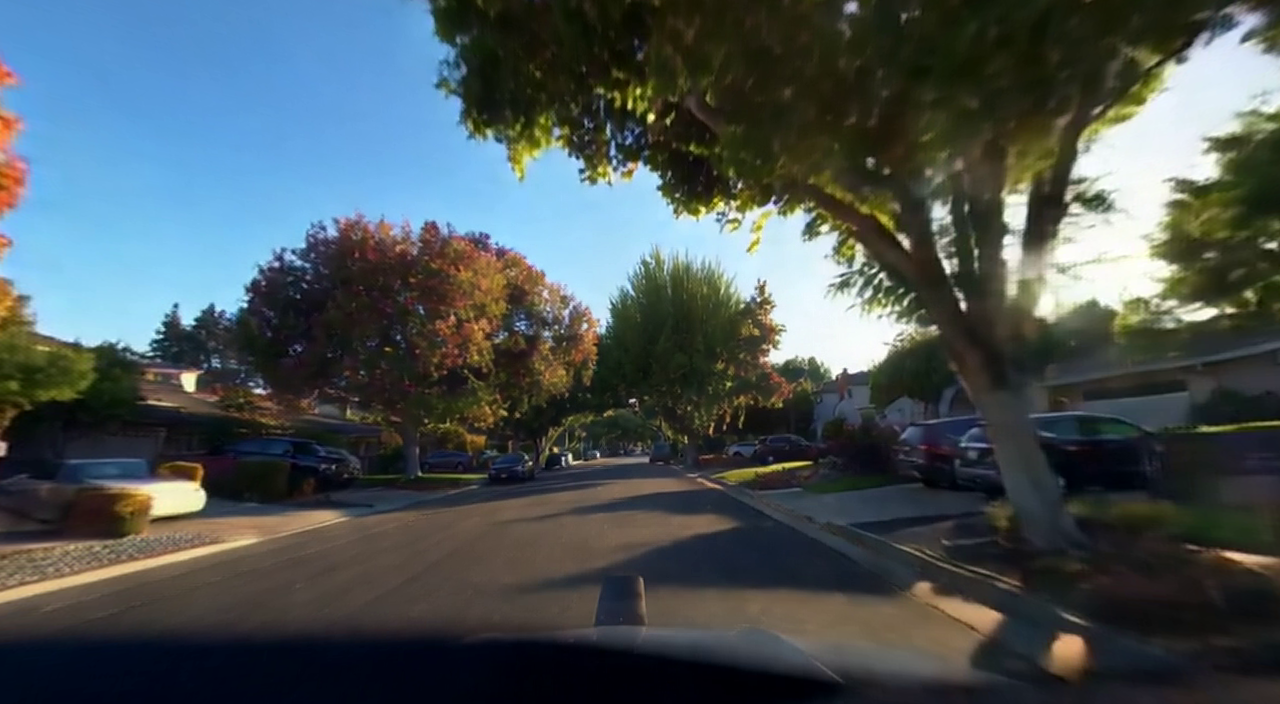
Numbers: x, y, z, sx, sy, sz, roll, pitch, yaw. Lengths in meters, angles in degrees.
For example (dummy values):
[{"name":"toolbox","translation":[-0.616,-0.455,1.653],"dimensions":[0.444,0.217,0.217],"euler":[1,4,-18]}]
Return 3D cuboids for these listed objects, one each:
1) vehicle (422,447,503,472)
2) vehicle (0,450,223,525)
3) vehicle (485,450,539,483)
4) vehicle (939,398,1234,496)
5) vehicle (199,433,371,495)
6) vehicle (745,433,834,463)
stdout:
[{"name":"vehicle","translation":[-12.134,7.363,43.311],"dimensions":[4.972,1.623,1.884],"euler":[0,-9,0]},{"name":"vehicle","translation":[-12.032,2.896,13.773],"dimensions":[4.476,1.476,1.877],"euler":[0,-9,-2]},{"name":"vehicle","translation":[-6.275,5.636,31.336],"dimensions":[1.878,1.496,3.535],"euler":[0,-8,1]},{"name":"vehicle","translation":[8.556,1.864,12.442],"dimensions":[4.334,1.750,1.900],"euler":[0,-8,-1]},{"name":"vehicle","translation":[-12.353,3.920,22.278],"dimensions":[4.753,2.028,2.079],"euler":[0,-9,0]},{"name":"vehicle","translation":[8.485,5.500,36.150],"dimensions":[4.599,1.652,1.903],"euler":[0,-8,-3]}]
